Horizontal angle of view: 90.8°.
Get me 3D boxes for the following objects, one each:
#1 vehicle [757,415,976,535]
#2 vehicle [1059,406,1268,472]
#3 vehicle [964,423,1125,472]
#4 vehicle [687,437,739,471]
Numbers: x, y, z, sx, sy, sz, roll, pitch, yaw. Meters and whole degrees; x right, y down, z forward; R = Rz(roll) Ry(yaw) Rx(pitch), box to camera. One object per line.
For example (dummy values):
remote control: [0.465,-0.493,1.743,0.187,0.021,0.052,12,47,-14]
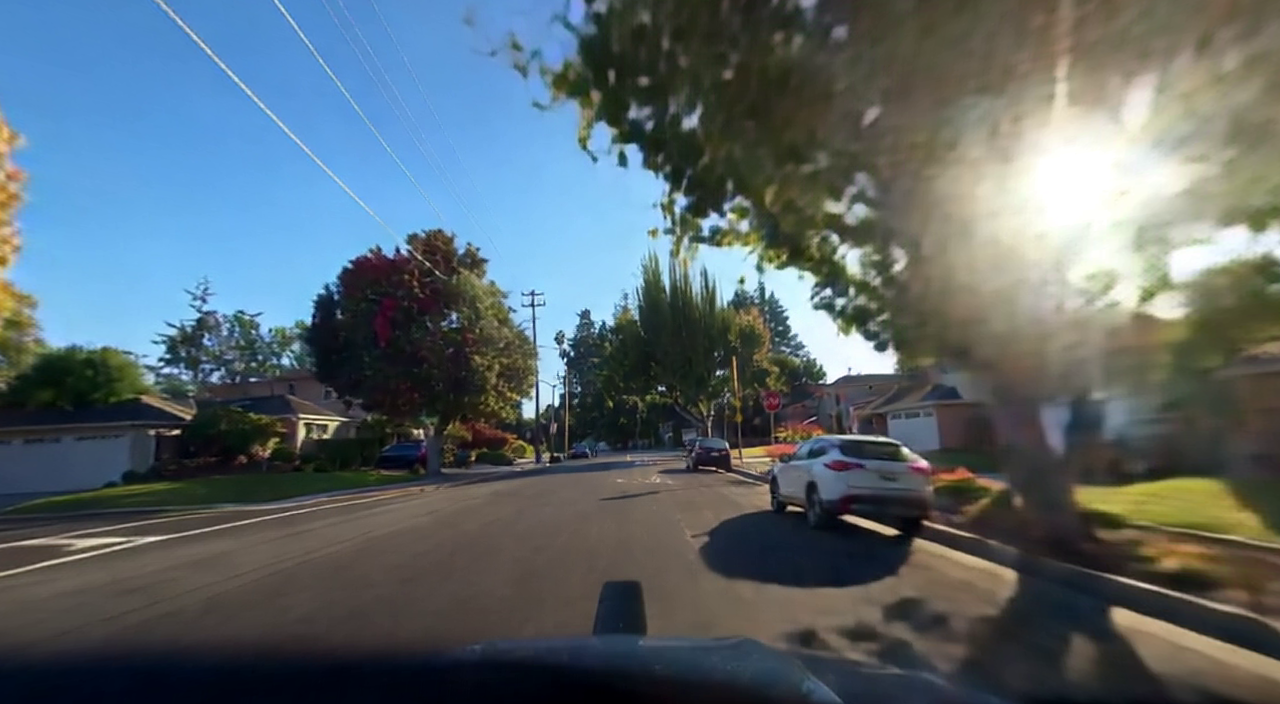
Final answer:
vehicle: [3.735,2.132,11.544,2.134,1.720,4.515,0,-8,-3]
vehicle: [15.374,2.575,18.777,4.283,1.660,2.035,-2,-7,1]
vehicle: [13.771,3.274,21.703,4.116,1.435,1.920,-3,-8,1]
vehicle: [3.572,5.097,31.720,2.012,1.531,4.557,0,-8,-1]
